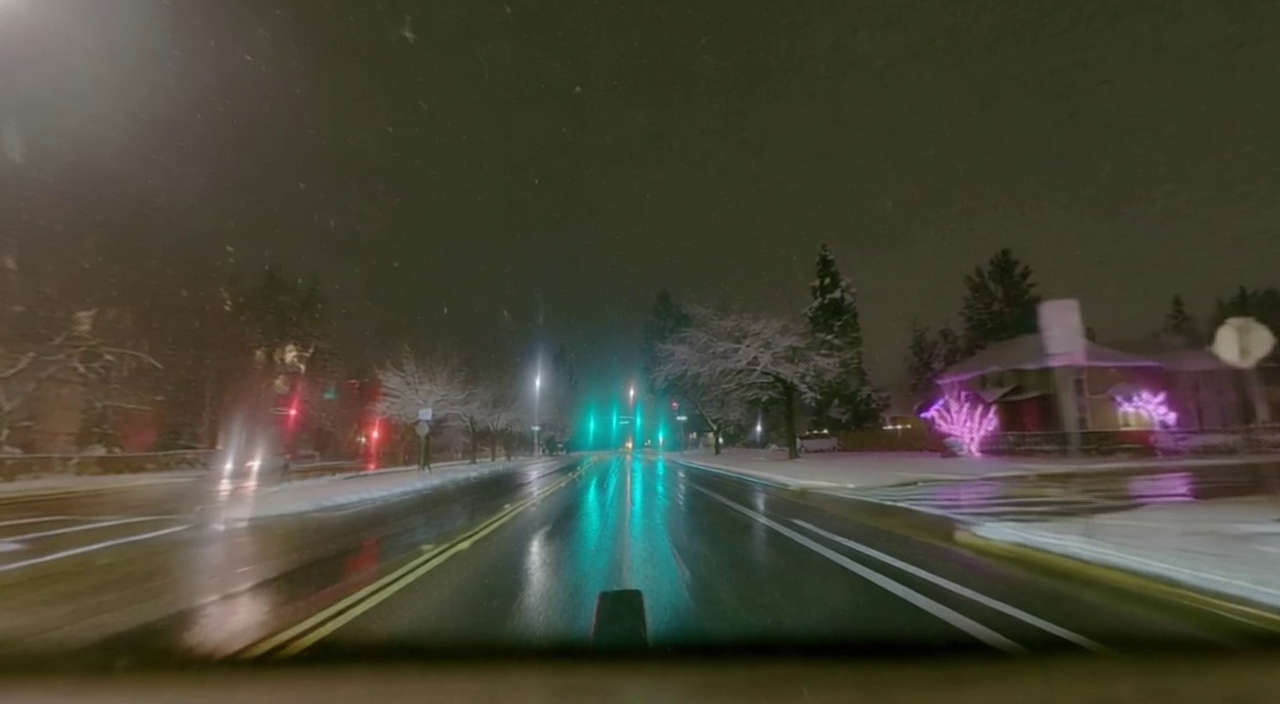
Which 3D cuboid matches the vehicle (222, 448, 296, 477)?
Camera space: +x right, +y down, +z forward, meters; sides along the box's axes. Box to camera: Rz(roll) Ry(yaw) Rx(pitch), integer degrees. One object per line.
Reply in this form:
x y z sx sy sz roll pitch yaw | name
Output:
-24.758 7.153 41.254 2.150 1.710 4.503 0 -8 -3 | vehicle
